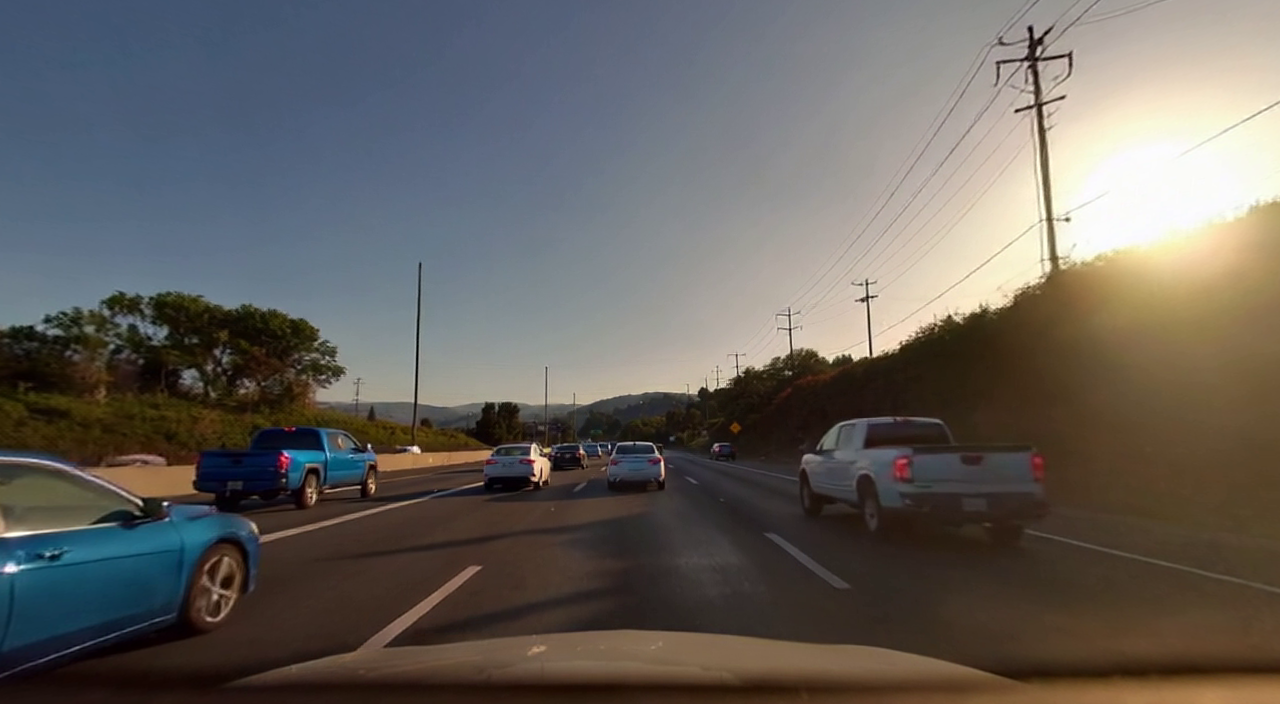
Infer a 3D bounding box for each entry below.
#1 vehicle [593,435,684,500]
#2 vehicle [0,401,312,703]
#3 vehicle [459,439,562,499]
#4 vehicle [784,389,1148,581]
[{"bbox_3d":[-0.068,3.020,17.013,2.102,1.499,4.439,0,-8,-1],"label":"vehicle"},{"bbox_3d":[-3.784,1.000,2.982,1.955,1.481,4.604,0,-8,1],"label":"vehicle"},{"bbox_3d":[-3.406,3.132,17.407,1.899,1.437,4.131,0,-8,1],"label":"vehicle"},{"bbox_3d":[3.720,1.650,8.761,2.113,1.800,5.376,0,-8,-1],"label":"vehicle"}]
